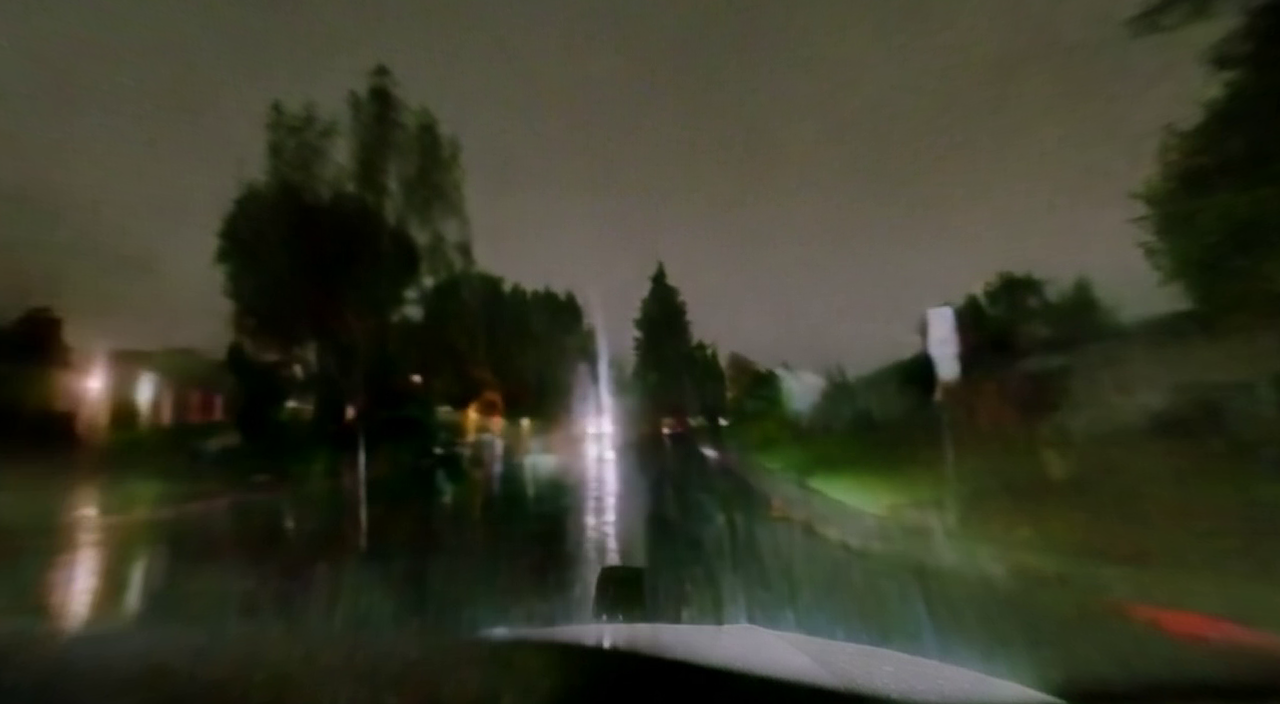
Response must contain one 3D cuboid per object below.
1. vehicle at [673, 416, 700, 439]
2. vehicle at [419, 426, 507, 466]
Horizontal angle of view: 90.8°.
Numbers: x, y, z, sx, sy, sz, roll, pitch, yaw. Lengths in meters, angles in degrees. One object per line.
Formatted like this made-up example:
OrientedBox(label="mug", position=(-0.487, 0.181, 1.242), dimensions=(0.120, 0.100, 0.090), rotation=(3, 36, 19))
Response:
OrientedBox(label="vehicle", position=(3.609, 5.953, 49.473), dimensions=(2.018, 1.665, 4.226), rotation=(0, -8, 3))
OrientedBox(label="vehicle", position=(-7.075, 3.807, 25.738), dimensions=(1.954, 1.490, 4.292), rotation=(-1, -8, 6))
